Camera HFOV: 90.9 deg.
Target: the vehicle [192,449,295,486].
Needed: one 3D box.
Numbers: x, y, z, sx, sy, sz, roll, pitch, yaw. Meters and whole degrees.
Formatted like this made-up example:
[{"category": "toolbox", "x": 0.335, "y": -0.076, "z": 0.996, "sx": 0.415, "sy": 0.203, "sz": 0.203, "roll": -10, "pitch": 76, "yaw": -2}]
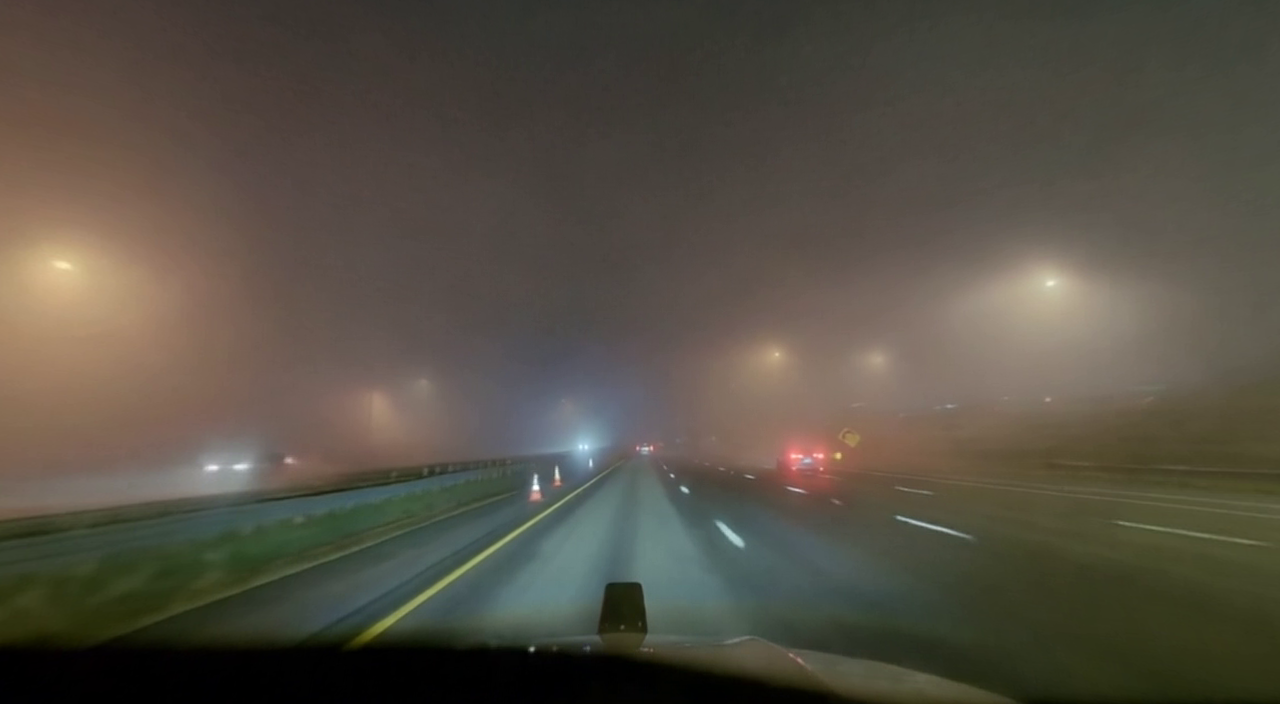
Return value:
[{"category": "vehicle", "x": -20.124, "y": 5.861, "z": 32.339, "sx": 1.977, "sy": 1.701, "sz": 4.917, "roll": 0, "pitch": -8, "yaw": 1}]
